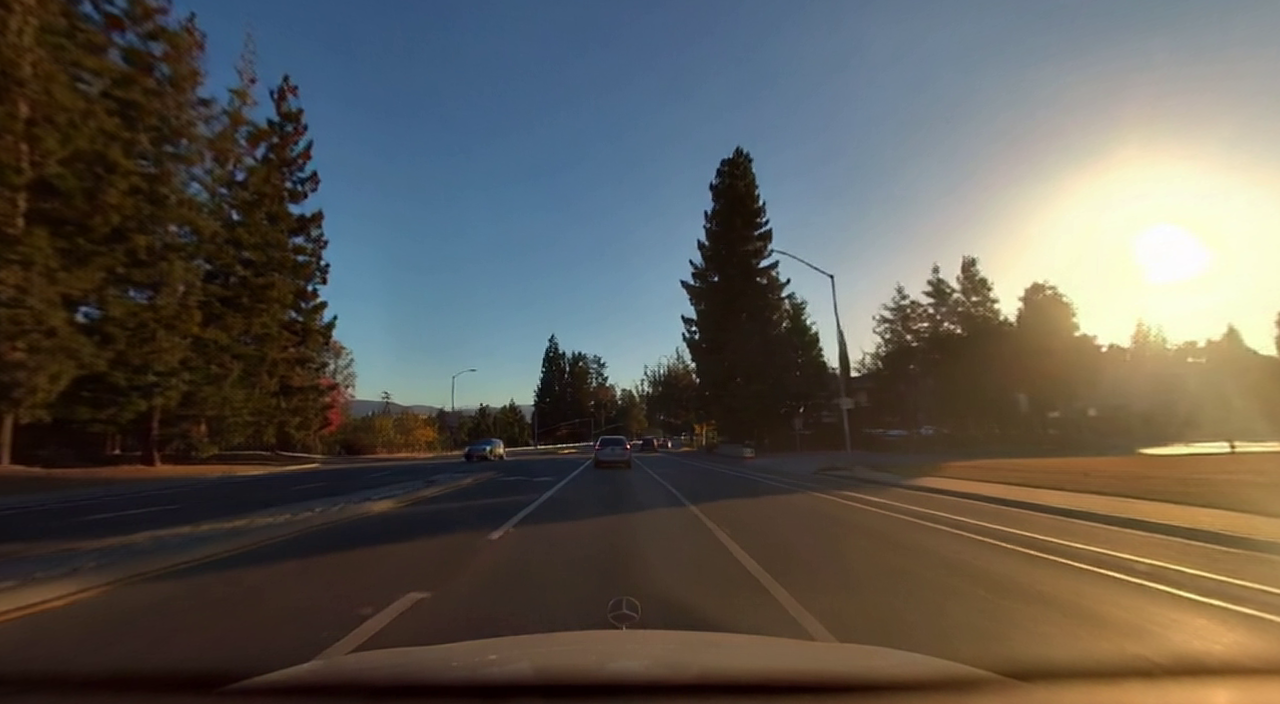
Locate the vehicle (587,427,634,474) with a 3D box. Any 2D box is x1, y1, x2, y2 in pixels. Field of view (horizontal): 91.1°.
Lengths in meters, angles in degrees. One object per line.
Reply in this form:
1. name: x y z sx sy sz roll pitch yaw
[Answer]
1. vehicle: -1.423 4.651 29.790 2.072 2.002 4.391 1 -8 -3
